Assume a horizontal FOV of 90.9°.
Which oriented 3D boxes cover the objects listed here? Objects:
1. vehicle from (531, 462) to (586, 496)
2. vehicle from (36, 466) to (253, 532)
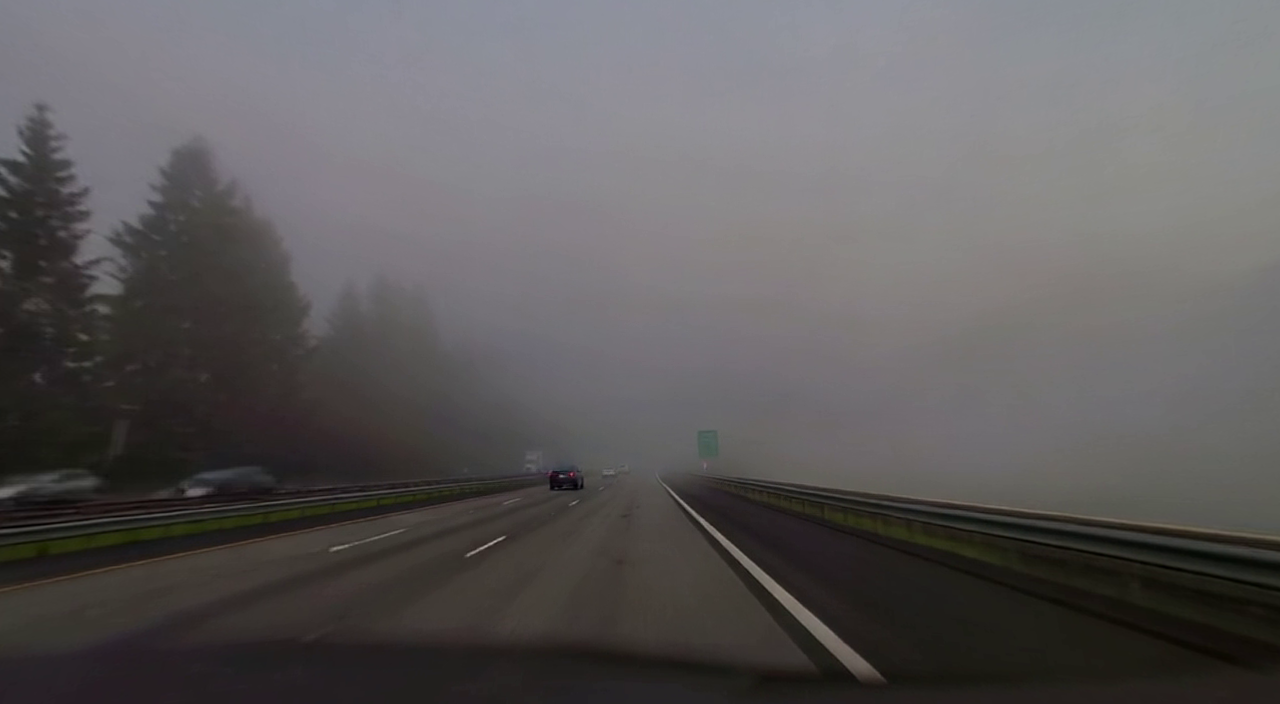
[{"bbox_3d":[-3.823,6.069,30.338,2.043,1.486,4.442,0,-10,0],"label":"vehicle"},{"bbox_3d":[-12.614,3.748,16.550,2.065,1.438,4.481,1,-10,-1],"label":"vehicle"}]
